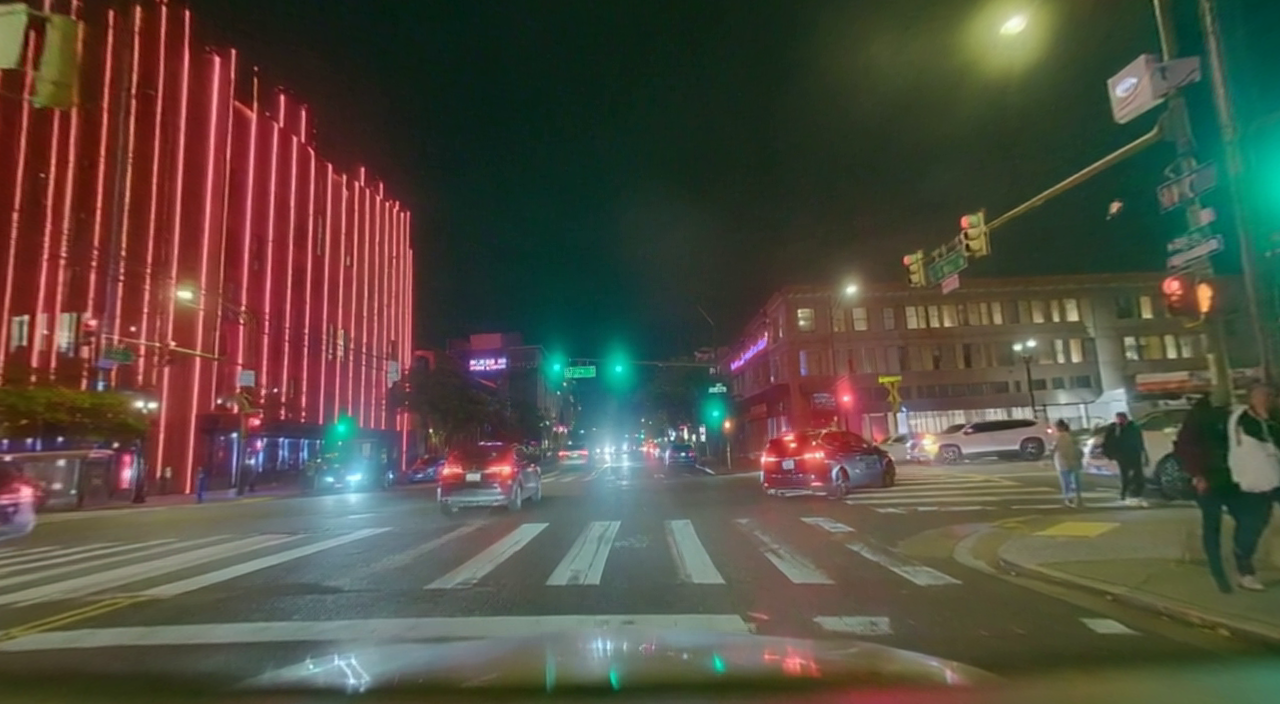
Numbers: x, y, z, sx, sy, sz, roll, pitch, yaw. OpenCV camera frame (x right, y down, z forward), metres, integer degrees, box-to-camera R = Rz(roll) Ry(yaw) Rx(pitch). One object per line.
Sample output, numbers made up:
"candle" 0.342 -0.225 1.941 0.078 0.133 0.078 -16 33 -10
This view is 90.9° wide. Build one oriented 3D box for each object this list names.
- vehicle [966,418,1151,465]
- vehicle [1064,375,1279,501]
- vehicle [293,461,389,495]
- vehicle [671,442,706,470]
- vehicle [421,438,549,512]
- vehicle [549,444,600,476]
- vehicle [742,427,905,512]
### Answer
"vehicle" 13.930 3.015 21.217 4.801 1.497 1.895 0 -8 1
"vehicle" 11.945 1.683 12.347 5.523 2.219 2.251 0 -8 1
"vehicle" -15.290 6.463 32.562 1.999 1.466 4.535 -2 -9 14
"vehicle" 3.284 7.062 43.003 1.924 1.765 3.954 0 -8 -2
"vehicle" -3.442 2.786 14.763 1.973 1.496 3.713 0 -8 1
"vehicle" -3.191 5.358 31.523 1.916 1.487 4.535 0 -8 2
"vehicle" 4.120 2.427 13.596 2.153 1.480 4.540 -5 -10 32
